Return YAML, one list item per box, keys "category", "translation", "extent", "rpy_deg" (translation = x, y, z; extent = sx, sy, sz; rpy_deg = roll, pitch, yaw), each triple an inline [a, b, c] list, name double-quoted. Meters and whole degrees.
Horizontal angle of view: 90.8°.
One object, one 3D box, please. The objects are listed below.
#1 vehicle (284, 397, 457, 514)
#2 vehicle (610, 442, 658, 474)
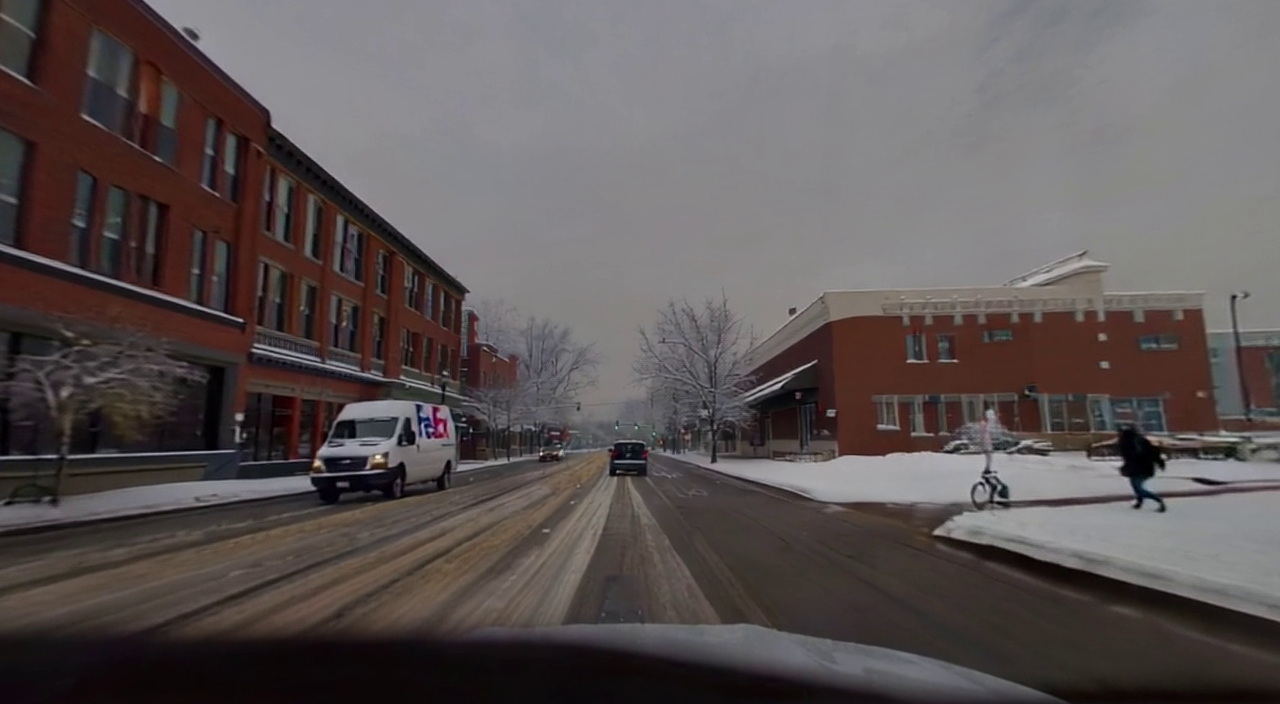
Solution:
- category: "vehicle"
  translation: [-7.015, 2.772, 17.377]
  extent: [2.418, 2.620, 5.522]
  rpy_deg: [-1, -8, -2]
- category: "vehicle"
  translation: [-0.411, 5.568, 33.466]
  extent: [2.356, 1.572, 4.810]
  rpy_deg: [0, -9, -3]
